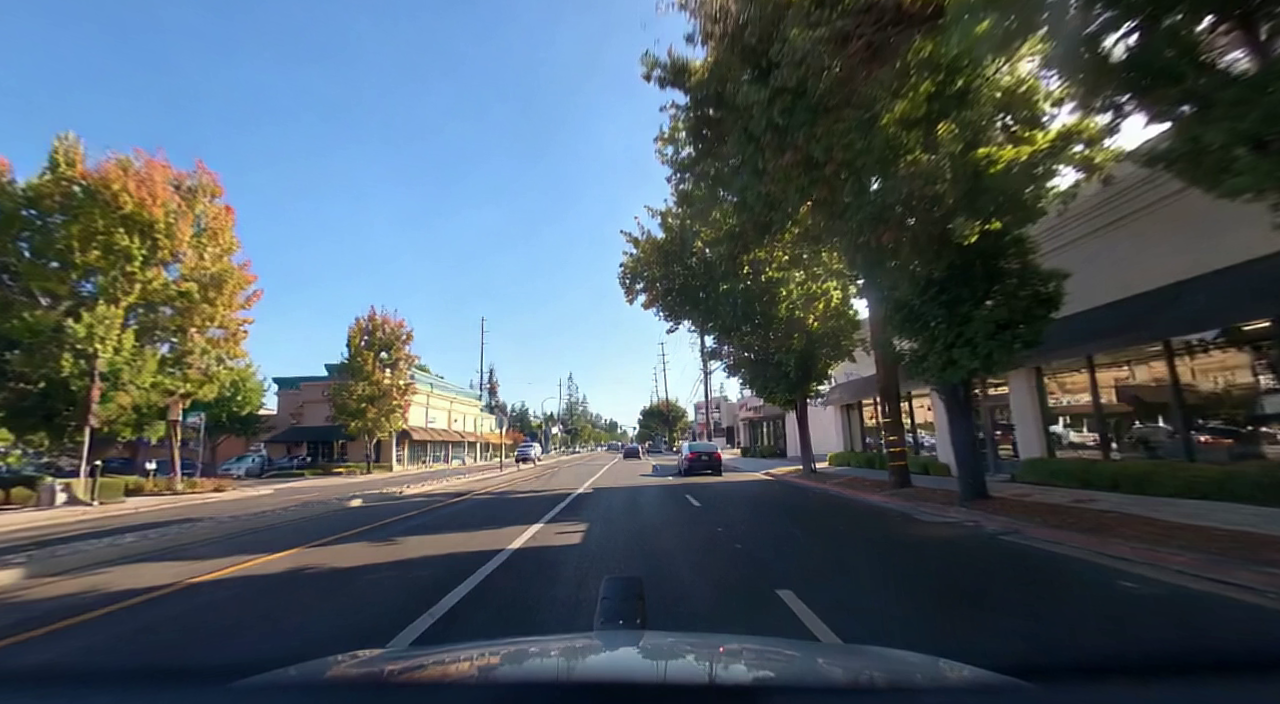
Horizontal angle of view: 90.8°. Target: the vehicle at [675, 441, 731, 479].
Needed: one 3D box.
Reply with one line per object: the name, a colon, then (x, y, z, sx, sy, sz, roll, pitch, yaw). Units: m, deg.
vehicle: (2.599, 4.537, 26.818, 1.975, 1.497, 3.647, 0, -9, 0)
